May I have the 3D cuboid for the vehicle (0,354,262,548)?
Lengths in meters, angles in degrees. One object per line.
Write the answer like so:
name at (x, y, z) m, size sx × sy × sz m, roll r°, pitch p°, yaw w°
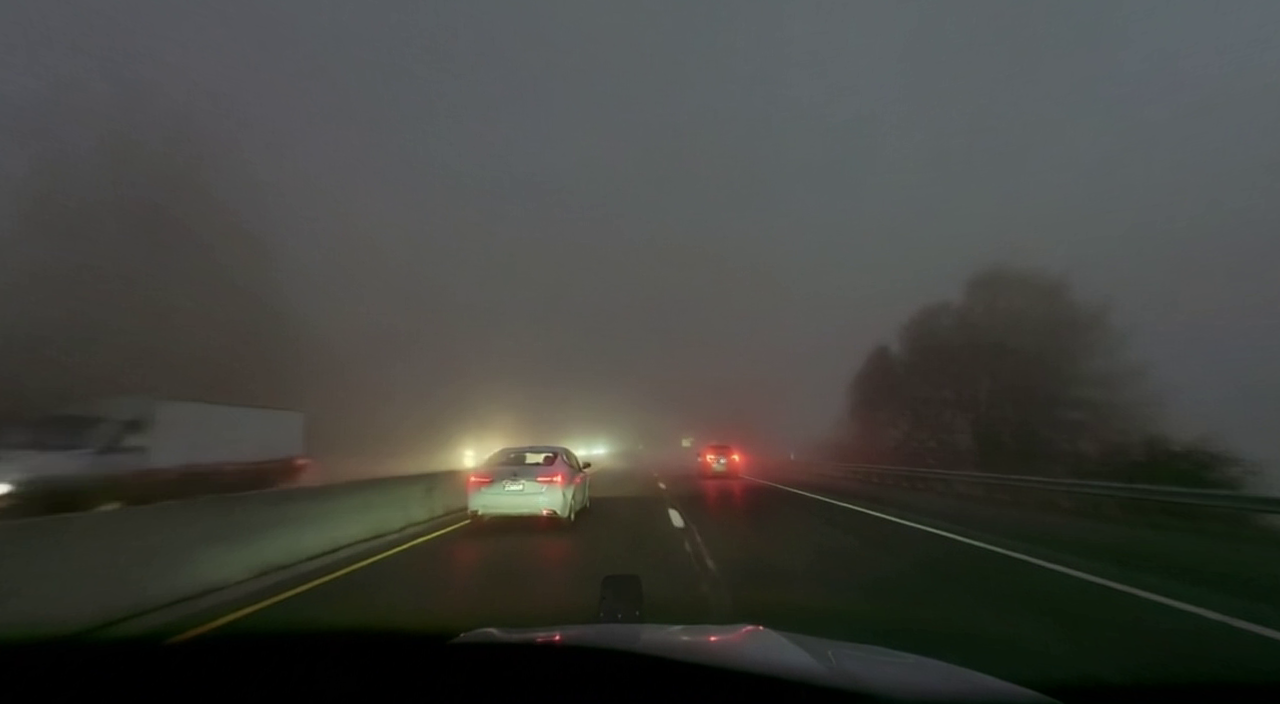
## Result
vehicle at (-10.013, 1.733, 11.002) m, size 2.353 × 2.659 × 6.887 m, roll 0°, pitch -9°, yaw 1°

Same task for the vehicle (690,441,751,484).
vehicle at (3.057, 4.292, 24.573) m, size 1.910 × 1.554 × 3.718 m, roll 0°, pitch -9°, yaw 0°

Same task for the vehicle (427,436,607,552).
vehicle at (-1.704, 2.170, 10.260) m, size 2.013 × 1.479 × 4.169 m, roll -1°, pitch -9°, yaw 1°
